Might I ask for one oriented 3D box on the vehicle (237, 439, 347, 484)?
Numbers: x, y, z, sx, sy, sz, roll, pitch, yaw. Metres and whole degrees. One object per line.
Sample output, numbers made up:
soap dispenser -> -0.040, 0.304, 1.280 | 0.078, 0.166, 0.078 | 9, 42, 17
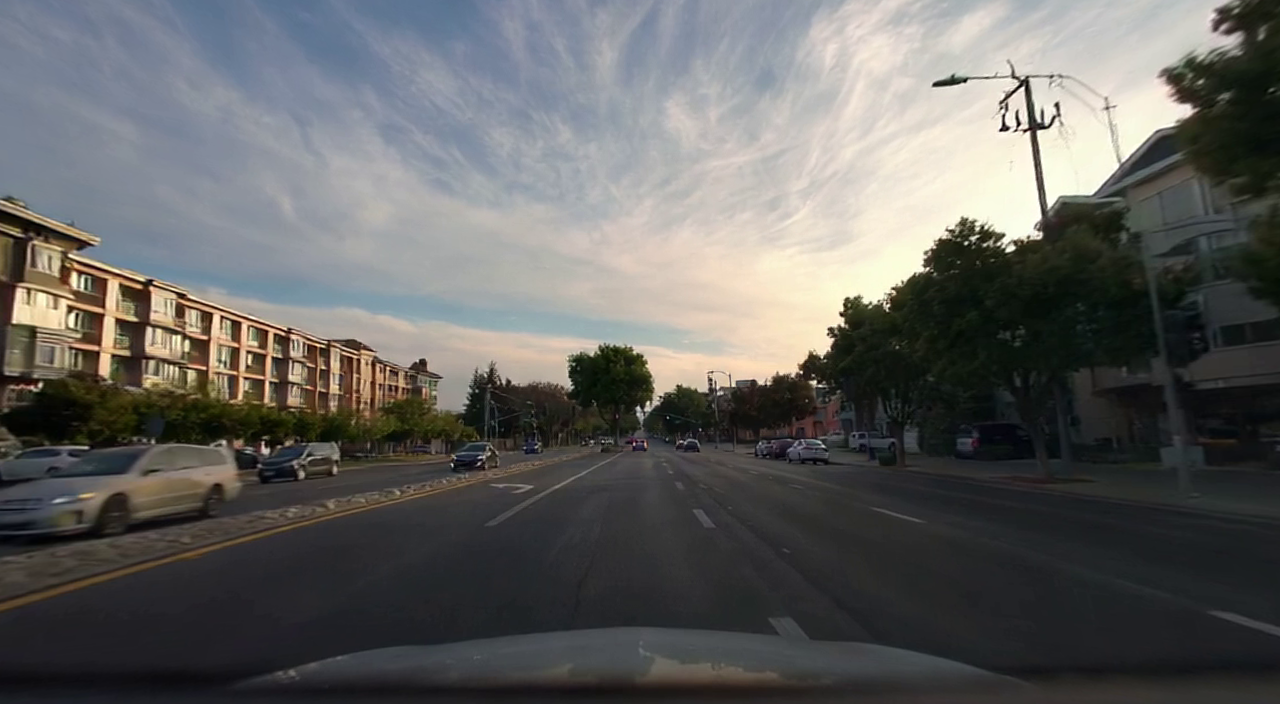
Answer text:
vehicle -> -15.337, 4.815, 28.212 | 2.053, 1.806, 4.919 | 0, -9, 0

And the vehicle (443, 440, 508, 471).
vehicle -> -8.497, 5.403, 33.105 | 2.025, 1.479, 4.739 | -1, -9, 1

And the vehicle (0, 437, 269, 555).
vehicle -> -8.627, 2.214, 10.533 | 1.996, 1.497, 4.667 | -1, -9, 1

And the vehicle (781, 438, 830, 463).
vehicle -> 10.348, 6.207, 39.795 | 1.861, 1.446, 4.413 | 0, -9, -1
